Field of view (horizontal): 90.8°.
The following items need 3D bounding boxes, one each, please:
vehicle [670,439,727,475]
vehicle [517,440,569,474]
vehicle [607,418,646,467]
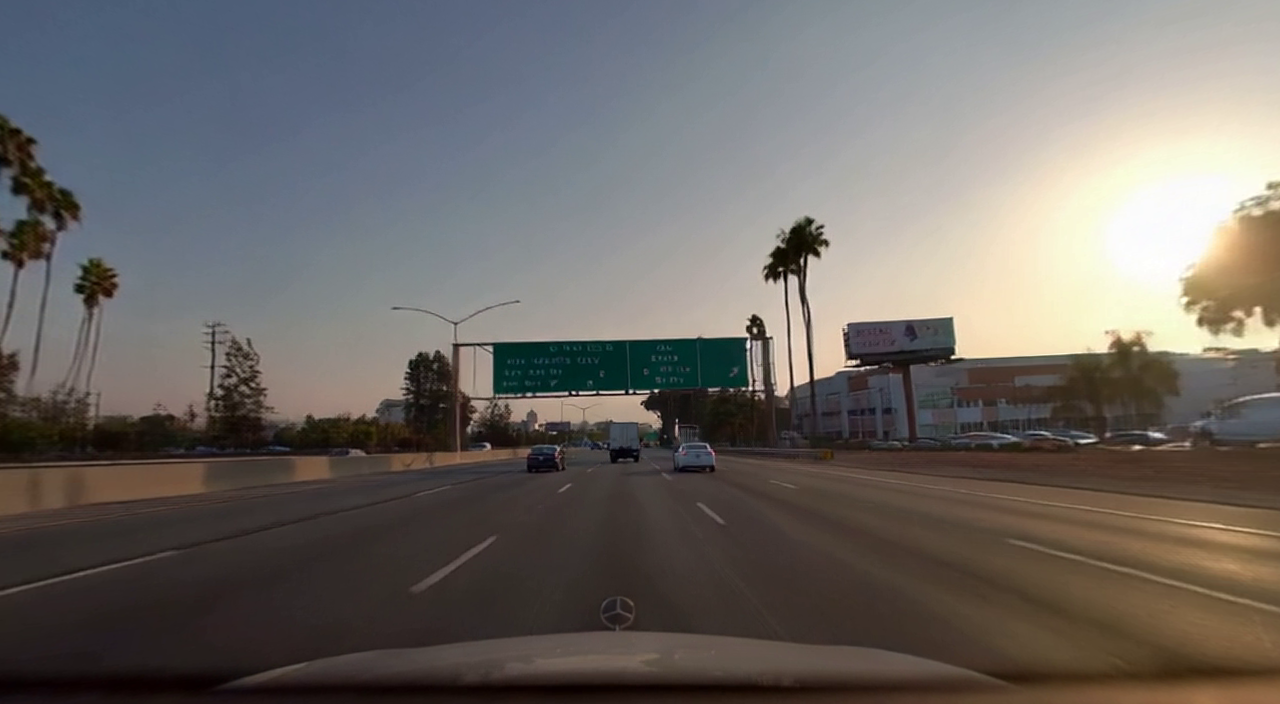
[{"bbox_3d":[2.792,5.154,31.311,2.175,1.598,4.584,0,-8,-3],"label":"vehicle"},{"bbox_3d":[-4.980,5.463,33.098,2.021,1.598,4.887,0,-8,-1],"label":"vehicle"},{"bbox_3d":[-0.888,5.983,41.639,2.364,2.953,6.495,0,-8,-2],"label":"vehicle"}]
